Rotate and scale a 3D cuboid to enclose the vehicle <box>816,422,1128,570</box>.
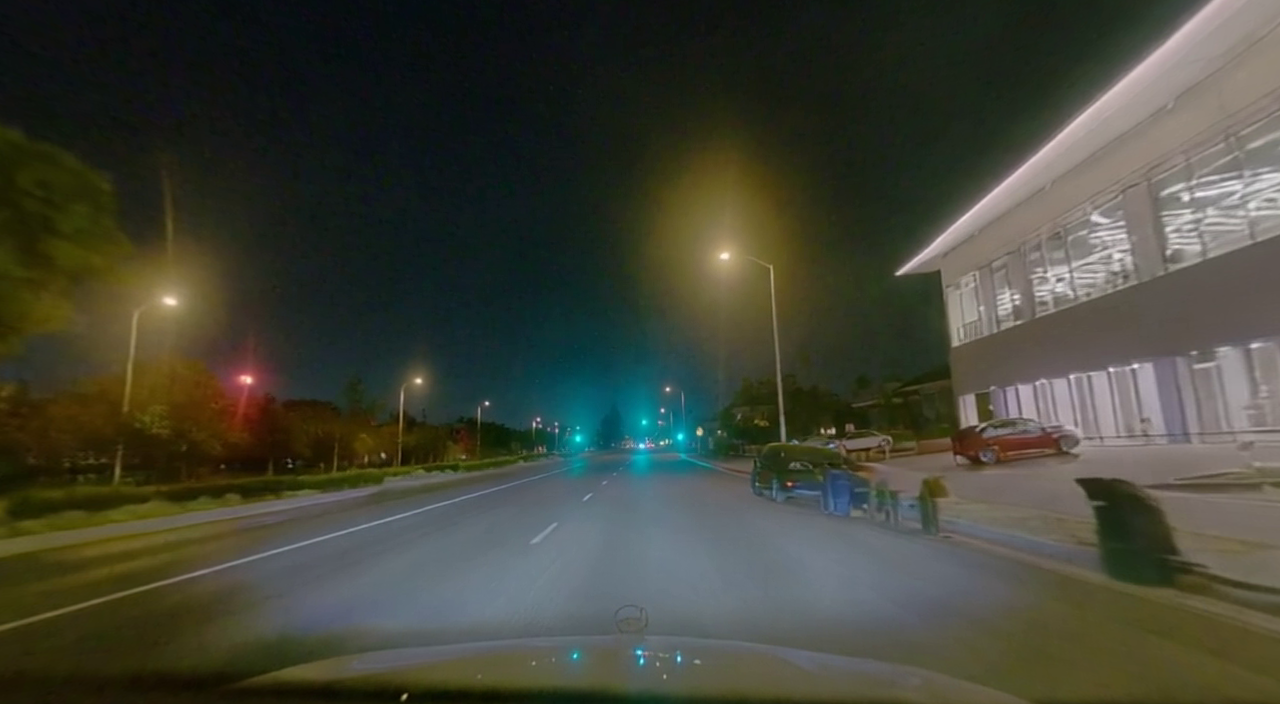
[{"bbox_3d":[4.333,1.944,9.491,1.962,1.590,5.179,0,-8,1],"label":"vehicle"}]

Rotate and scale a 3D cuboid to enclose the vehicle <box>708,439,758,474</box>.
[{"bbox_3d":[4.682,5.336,32.420,1.906,1.620,4.837,0,-8,0],"label":"vehicle"}]

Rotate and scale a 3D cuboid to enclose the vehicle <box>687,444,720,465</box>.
[{"bbox_3d":[4.572,7.424,45.832,1.910,1.429,4.441,0,-8,0],"label":"vehicle"}]
